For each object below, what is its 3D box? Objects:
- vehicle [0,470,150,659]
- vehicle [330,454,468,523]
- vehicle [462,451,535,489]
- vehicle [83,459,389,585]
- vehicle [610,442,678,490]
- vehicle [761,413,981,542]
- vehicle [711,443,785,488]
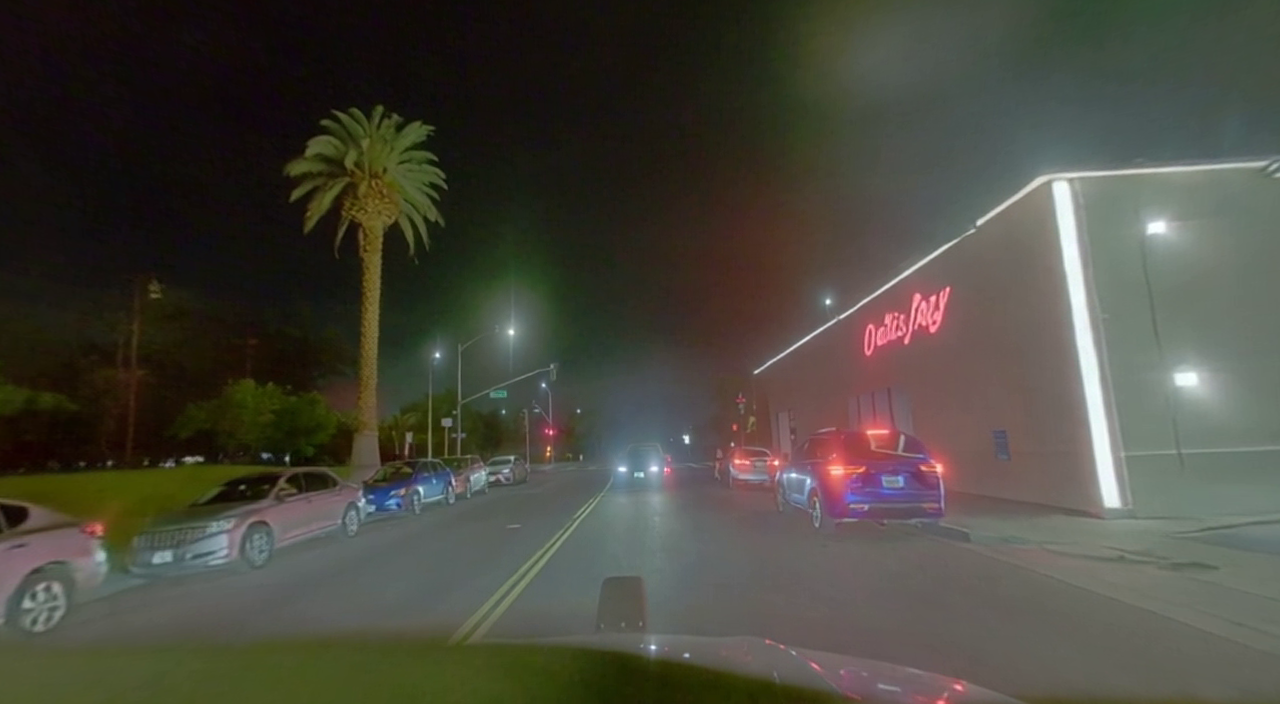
[{"bbox_3d":[-6.232,1.685,4.517,1.810,1.489,4.336,-1,-8,3],"label":"vehicle"},{"bbox_3d":[-6.105,3.479,16.635,1.850,1.482,4.454,0,-8,1],"label":"vehicle"},{"bbox_3d":[-6.150,5.177,28.051,2.105,1.469,4.693,0,-8,1],"label":"vehicle"},{"bbox_3d":[-6.110,2.572,10.431,1.874,1.472,4.668,0,-8,1],"label":"vehicle"},{"bbox_3d":[0.102,3.793,21.372,2.060,1.452,4.078,0,-8,0],"label":"vehicle"},{"bbox_3d":[3.737,2.144,11.489,2.099,1.786,5.198,0,-8,1],"label":"vehicle"},{"bbox_3d":[3.715,3.968,22.508,1.821,1.417,4.454,0,-8,0],"label":"vehicle"}]
